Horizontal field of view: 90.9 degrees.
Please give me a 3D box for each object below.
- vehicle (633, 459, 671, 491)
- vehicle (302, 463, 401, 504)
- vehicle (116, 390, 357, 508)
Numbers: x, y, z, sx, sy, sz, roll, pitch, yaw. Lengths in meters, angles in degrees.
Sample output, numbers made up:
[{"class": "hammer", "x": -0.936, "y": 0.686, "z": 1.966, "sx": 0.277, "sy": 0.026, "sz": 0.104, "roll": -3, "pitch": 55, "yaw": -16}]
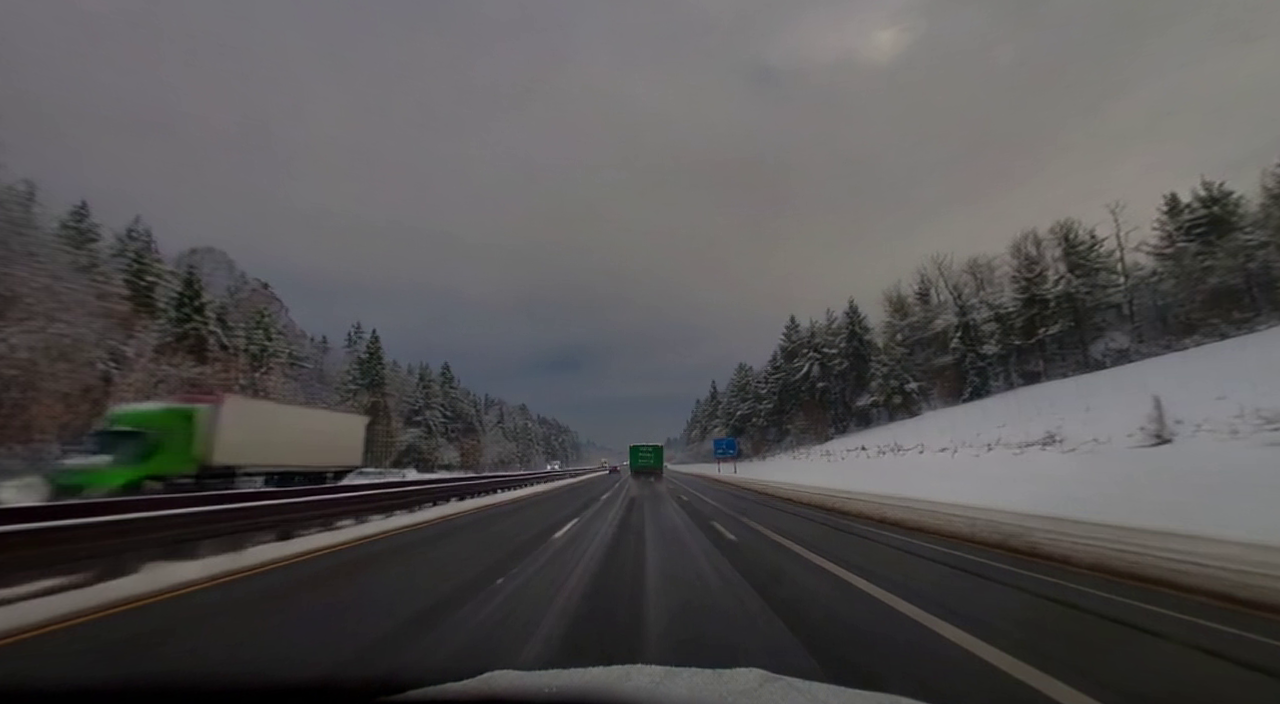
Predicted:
[{"class": "vehicle", "x": 0.676, "y": 7.166, "z": 36.837, "sx": 2.048, "sy": 1.663, "sz": 4.377, "roll": 1, "pitch": -10, "yaw": 0}, {"class": "vehicle", "x": -11.219, "y": 5.122, "z": 24.844, "sx": 1.829, "sy": 1.432, "sz": 4.294, "roll": 1, "pitch": -10, "yaw": 0}, {"class": "vehicle", "x": -15.767, "y": 4.148, "z": 26.173, "sx": 3.015, "sy": 3.895, "sz": 10.076, "roll": 0, "pitch": -10, "yaw": 1}]
